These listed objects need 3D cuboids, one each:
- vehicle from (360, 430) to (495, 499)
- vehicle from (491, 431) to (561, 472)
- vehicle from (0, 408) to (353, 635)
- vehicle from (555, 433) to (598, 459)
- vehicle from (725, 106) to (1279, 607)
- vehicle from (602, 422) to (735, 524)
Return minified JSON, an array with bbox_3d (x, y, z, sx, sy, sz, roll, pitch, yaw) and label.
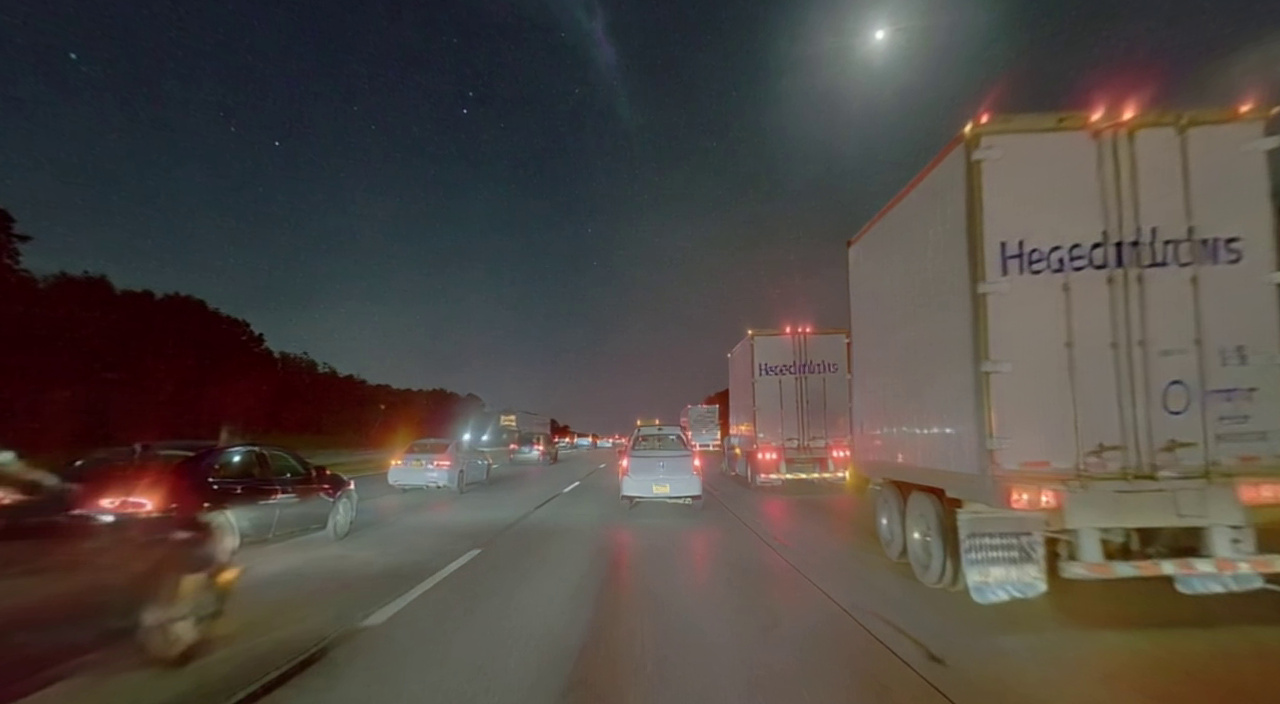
[{"bbox_3d":[-5.006,2.685,15.521,1.880,1.458,3.978,0,-8,1],"label":"vehicle"},{"bbox_3d":[-4.486,3.979,25.449,1.887,1.493,4.411,0,-8,1],"label":"vehicle"},{"bbox_3d":[-4.575,1.388,6.133,1.821,1.514,3.677,0,-8,0],"label":"vehicle"},{"bbox_3d":[-3.752,5.693,38.255,2.005,1.475,4.466,0,-8,2],"label":"vehicle"},{"bbox_3d":[4.082,0.891,12.085,2.817,3.989,14.321,0,-8,0],"label":"vehicle"},{"bbox_3d":[0.394,2.045,11.191,1.973,1.505,3.568,0,-8,-1],"label":"vehicle"}]
